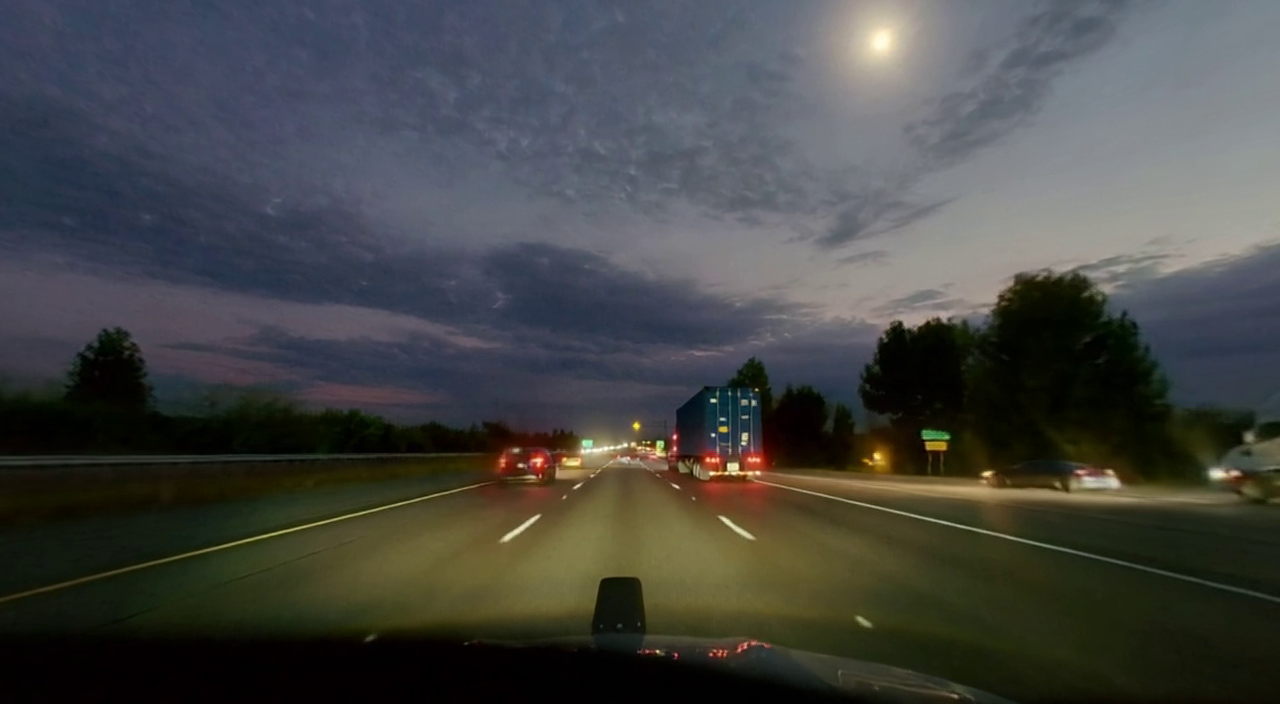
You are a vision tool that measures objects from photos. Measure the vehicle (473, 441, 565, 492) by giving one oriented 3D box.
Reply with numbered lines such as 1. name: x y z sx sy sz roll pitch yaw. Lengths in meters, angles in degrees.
1. vehicle: -4.261 4.154 23.184 2.370 1.647 5.091 0 -9 0

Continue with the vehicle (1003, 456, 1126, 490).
1. vehicle: 19.974 5.684 29.970 1.989 1.430 4.811 1 -9 -10

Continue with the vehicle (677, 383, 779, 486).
1. vehicle: 3.819 4.233 31.282 2.821 4.046 12.876 0 -9 -2

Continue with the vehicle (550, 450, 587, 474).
1. vehicle: -4.718 7.273 41.816 2.063 1.532 3.763 0 -9 -1
